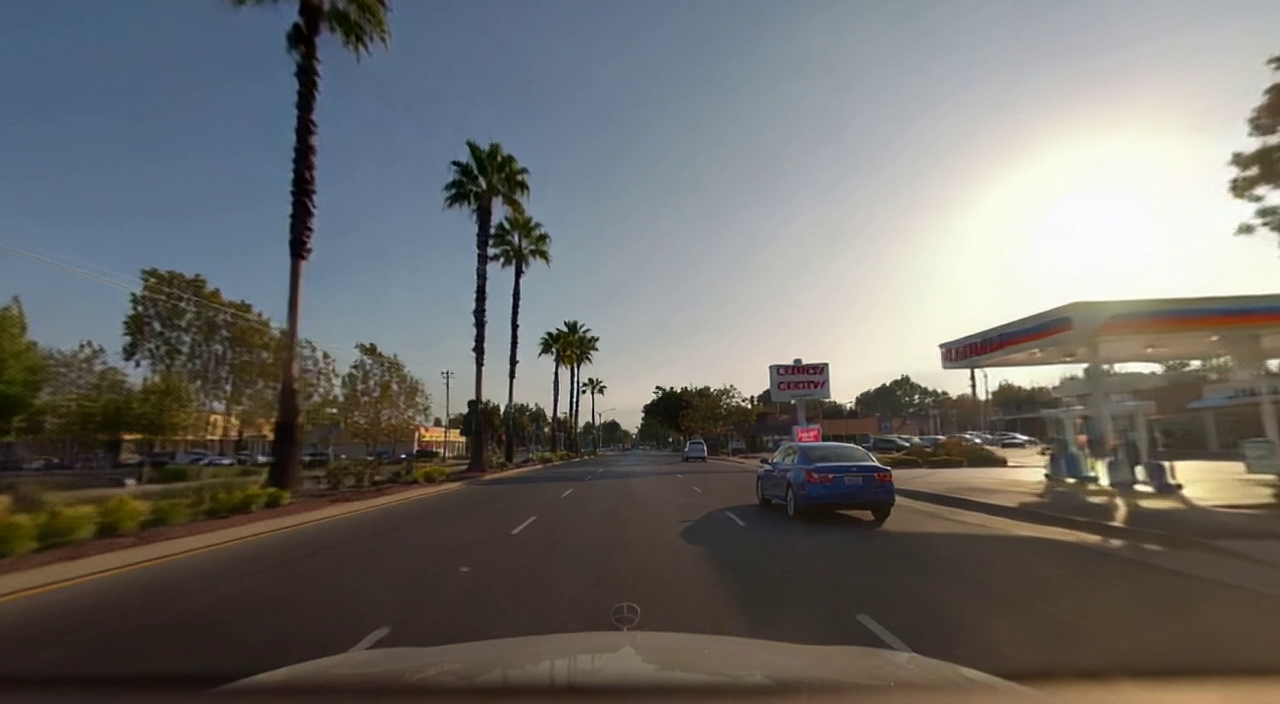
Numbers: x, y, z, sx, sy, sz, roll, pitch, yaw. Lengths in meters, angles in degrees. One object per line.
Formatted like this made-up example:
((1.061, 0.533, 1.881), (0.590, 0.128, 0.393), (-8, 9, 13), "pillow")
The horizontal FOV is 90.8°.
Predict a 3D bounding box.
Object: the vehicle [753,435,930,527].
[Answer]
((3.587, 2.379, 12.234), (1.978, 1.442, 4.262), (0, -8, -1), "vehicle")
